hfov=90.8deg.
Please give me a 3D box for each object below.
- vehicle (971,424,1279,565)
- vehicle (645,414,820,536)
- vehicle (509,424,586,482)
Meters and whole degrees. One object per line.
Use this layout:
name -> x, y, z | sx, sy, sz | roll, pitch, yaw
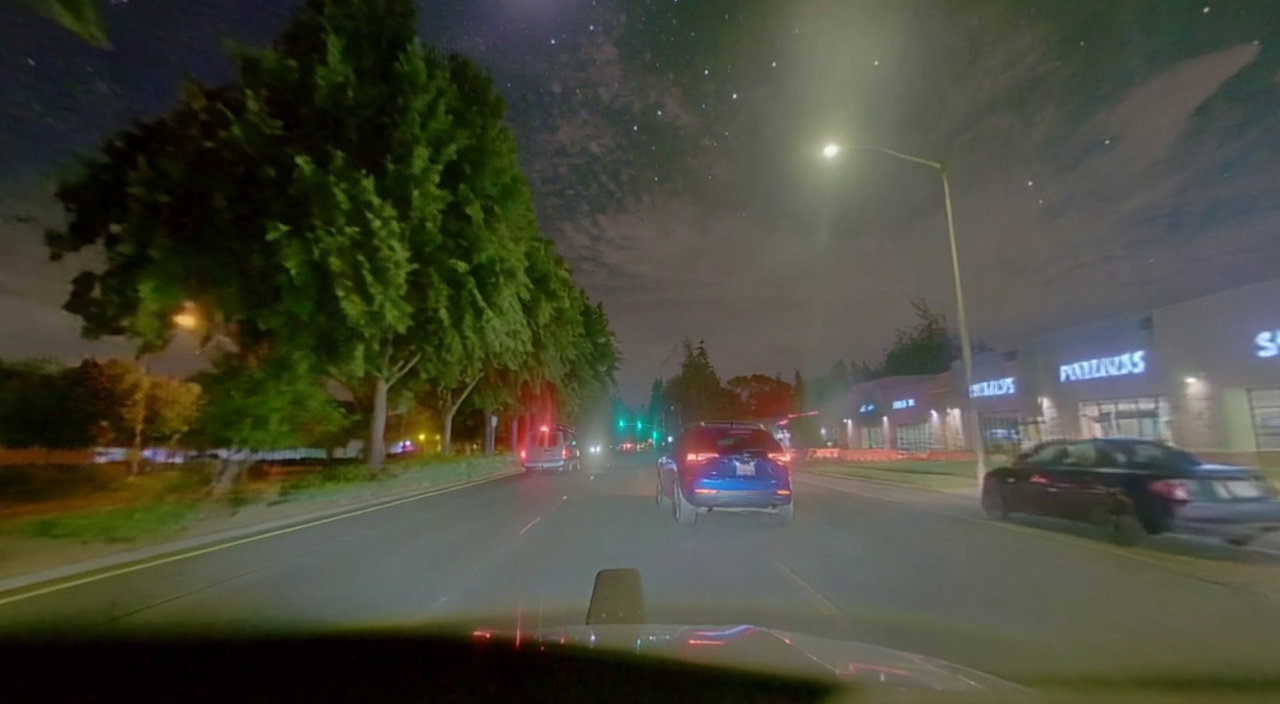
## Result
vehicle -> 6.836, 1.837, 8.932 | 1.853, 1.483, 4.313 | 0, -8, -1
vehicle -> 1.357, 2.075, 11.259 | 2.168, 1.725, 4.192 | 0, -8, -5
vehicle -> -3.576, 4.070, 25.611 | 2.357, 2.063, 5.488 | 0, -8, -1
